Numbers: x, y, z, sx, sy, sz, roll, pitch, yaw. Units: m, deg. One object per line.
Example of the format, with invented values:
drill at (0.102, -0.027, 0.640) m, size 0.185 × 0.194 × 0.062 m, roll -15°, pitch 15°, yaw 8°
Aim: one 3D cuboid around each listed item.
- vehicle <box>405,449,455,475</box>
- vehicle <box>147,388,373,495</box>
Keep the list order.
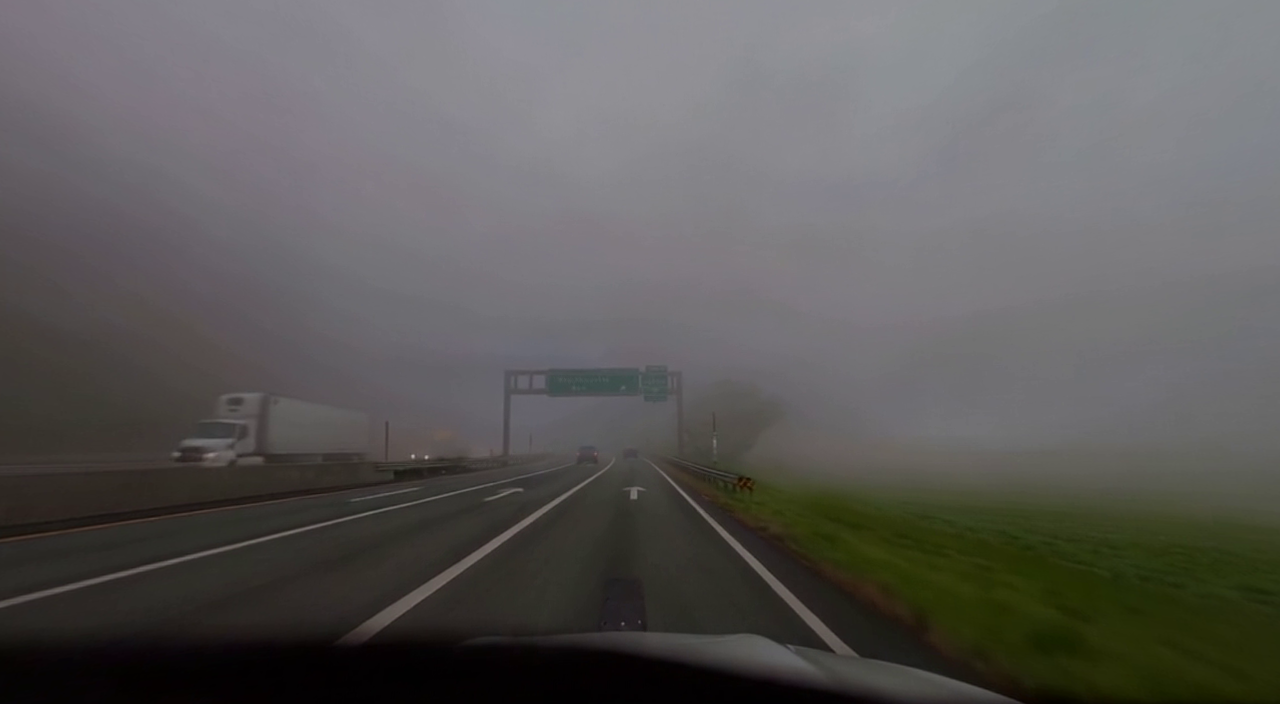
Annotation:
vehicle at (-15.201, 8.005, 45.900) m, size 2.144 × 1.764 × 4.730 m, roll 0°, pitch -9°, yaw -2°
vehicle at (-15.009, 3.823, 26.467) m, size 2.988 × 3.568 × 10.170 m, roll 0°, pitch -9°, yaw 1°
